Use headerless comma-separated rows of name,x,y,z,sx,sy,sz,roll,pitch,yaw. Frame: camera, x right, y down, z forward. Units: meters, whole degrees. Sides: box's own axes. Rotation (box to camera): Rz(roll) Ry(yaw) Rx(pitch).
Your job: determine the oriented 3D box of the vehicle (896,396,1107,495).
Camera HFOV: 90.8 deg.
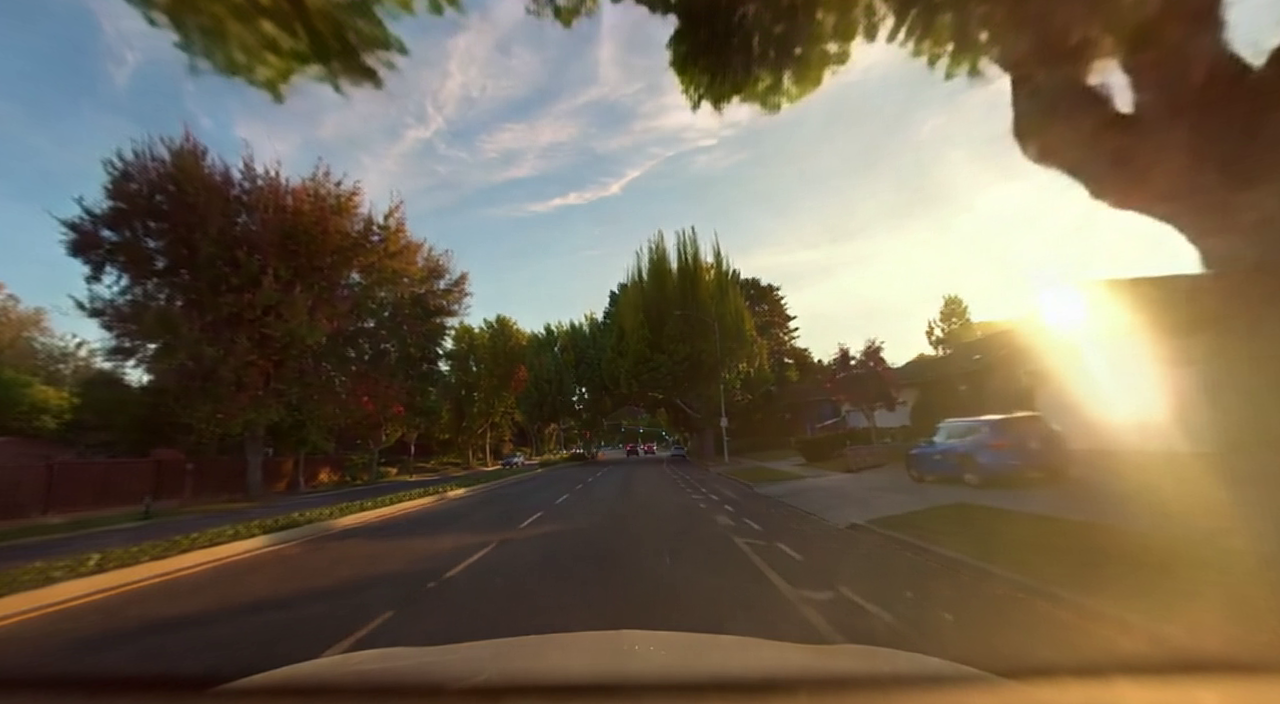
vehicle,8.302,2.293,15.217,2.051,1.801,4.785,-5,-10,-1
